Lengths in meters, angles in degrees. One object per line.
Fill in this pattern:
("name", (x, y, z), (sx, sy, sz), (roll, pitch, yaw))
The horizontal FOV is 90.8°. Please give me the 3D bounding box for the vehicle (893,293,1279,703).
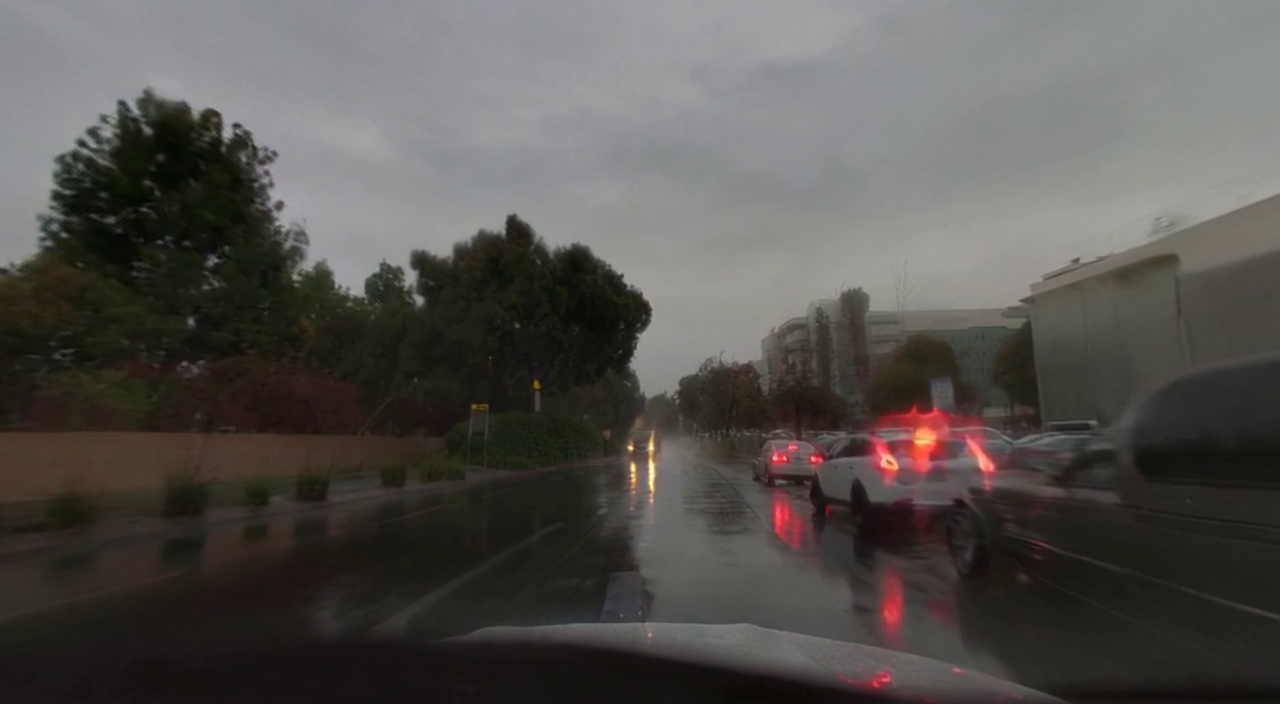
("vehicle", (4.034, 0.961, 4.210), (2.291, 1.981, 6.444), (0, -9, 3))
